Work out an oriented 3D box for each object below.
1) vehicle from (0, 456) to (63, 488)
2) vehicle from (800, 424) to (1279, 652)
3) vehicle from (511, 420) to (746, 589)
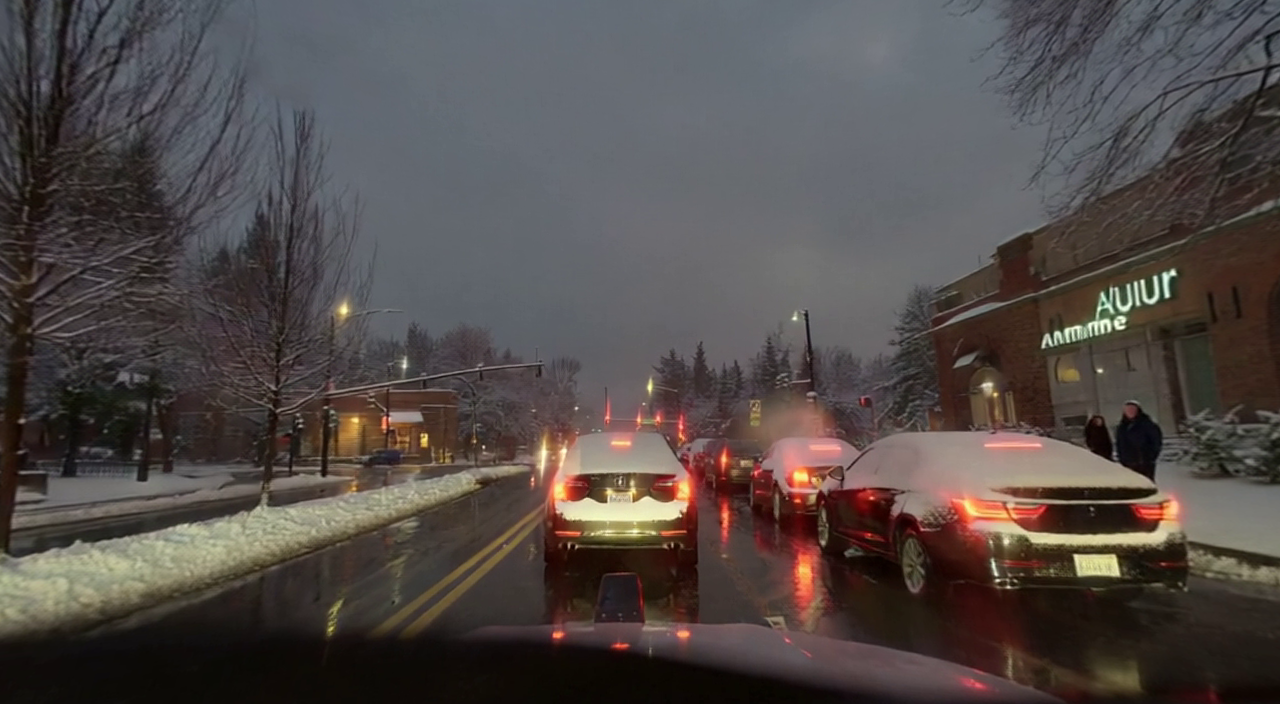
[{"bbox_3d":[-31.726,5.992,31.563,1.913,1.531,4.000,-9,-12,43],"label":"vehicle"},{"bbox_3d":[3.213,1.548,6.426,1.912,1.454,4.537,0,-9,-1],"label":"vehicle"},{"bbox_3d":[-0.135,1.685,7.800,2.118,1.512,4.013,0,-9,-1],"label":"vehicle"}]
